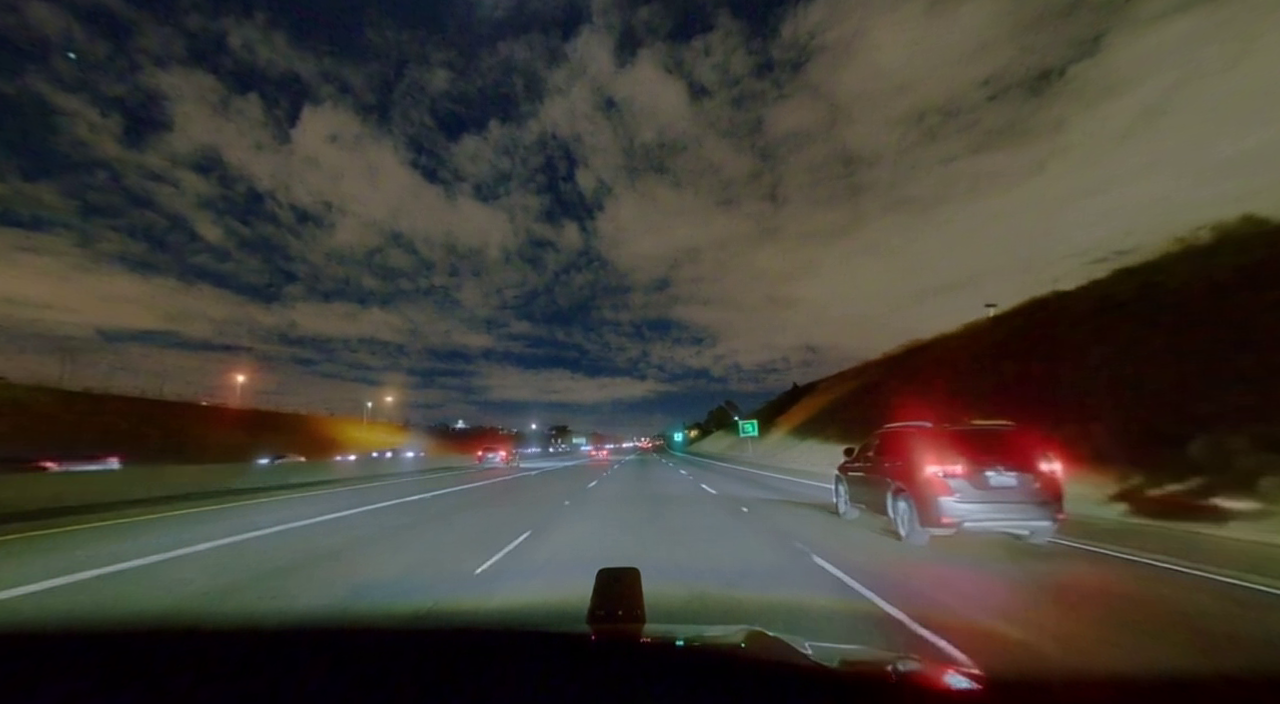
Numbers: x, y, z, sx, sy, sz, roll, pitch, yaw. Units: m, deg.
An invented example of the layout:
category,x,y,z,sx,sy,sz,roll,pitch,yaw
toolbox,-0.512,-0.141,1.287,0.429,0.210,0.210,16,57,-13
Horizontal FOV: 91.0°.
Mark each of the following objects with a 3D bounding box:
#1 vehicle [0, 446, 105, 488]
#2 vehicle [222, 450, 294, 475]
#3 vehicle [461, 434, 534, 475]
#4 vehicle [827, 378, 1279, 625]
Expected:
category,x,y,z,sx,sy,sz,roll,pitch,yaw
vehicle,-29.810,5.591,31.119,2.034,1.876,5.304,0,-9,0
vehicle,-25.971,7.491,42.984,2.020,1.629,4.543,0,-9,1
vehicle,-7.281,5.327,32.926,2.341,1.959,5.684,0,-9,2
vehicle,3.609,1.374,6.644,1.990,1.735,4.276,0,-9,1
